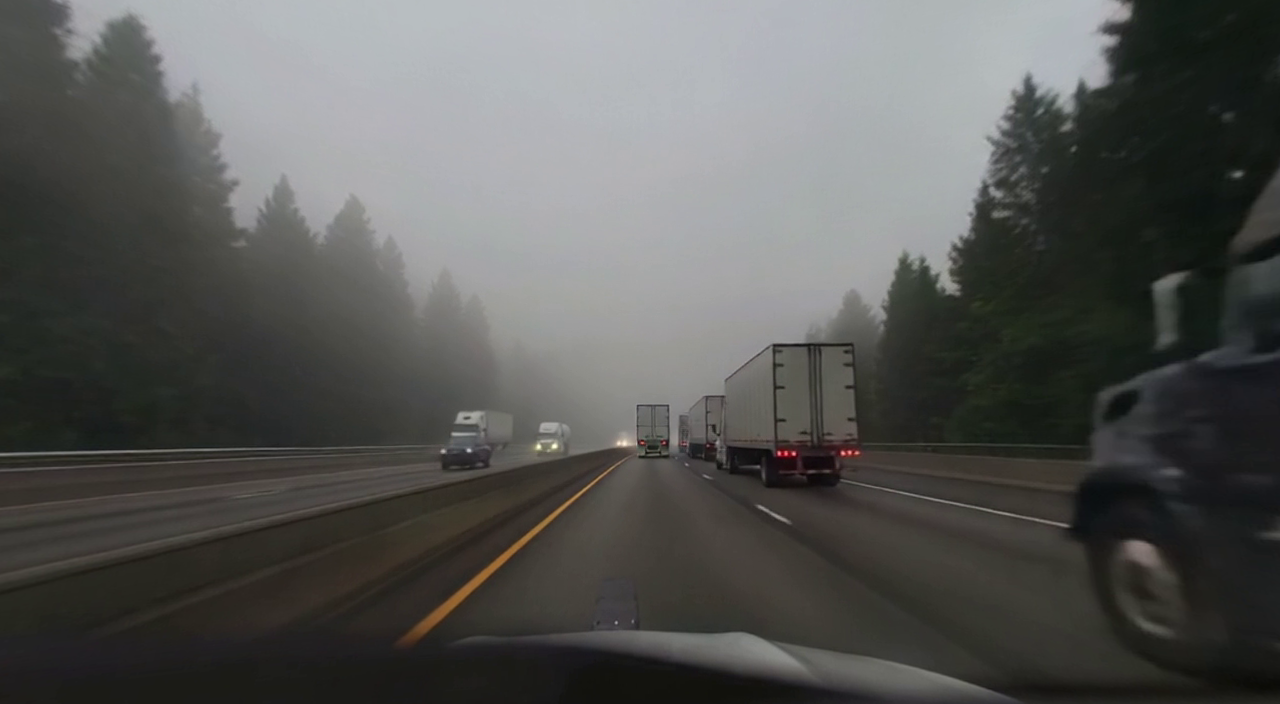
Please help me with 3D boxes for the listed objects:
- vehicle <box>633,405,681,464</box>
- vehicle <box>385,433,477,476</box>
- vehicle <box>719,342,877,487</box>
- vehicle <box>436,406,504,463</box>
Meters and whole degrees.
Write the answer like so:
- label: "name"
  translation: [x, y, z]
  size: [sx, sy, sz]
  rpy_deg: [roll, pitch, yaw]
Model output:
- label: "vehicle"
  translation: [1.082, 5.149, 39.096]
  size: [2.644, 3.247, 7.454]
  rpy_deg: [-1, -8, 2]
- label: "vehicle"
  translation: [-8.682, 4.301, 26.721]
  size: [2.083, 1.623, 5.238]
  rpy_deg: [0, -8, 0]
- label: "vehicle"
  translation: [5.200, 2.625, 24.094]
  size: [2.749, 4.051, 12.981]
  rpy_deg: [-1, -8, 0]
- label: "vehicle"
  translation: [-12.551, 6.199, 47.106]
  size: [2.979, 3.945, 6.744]
  rpy_deg: [-1, -8, 2]
